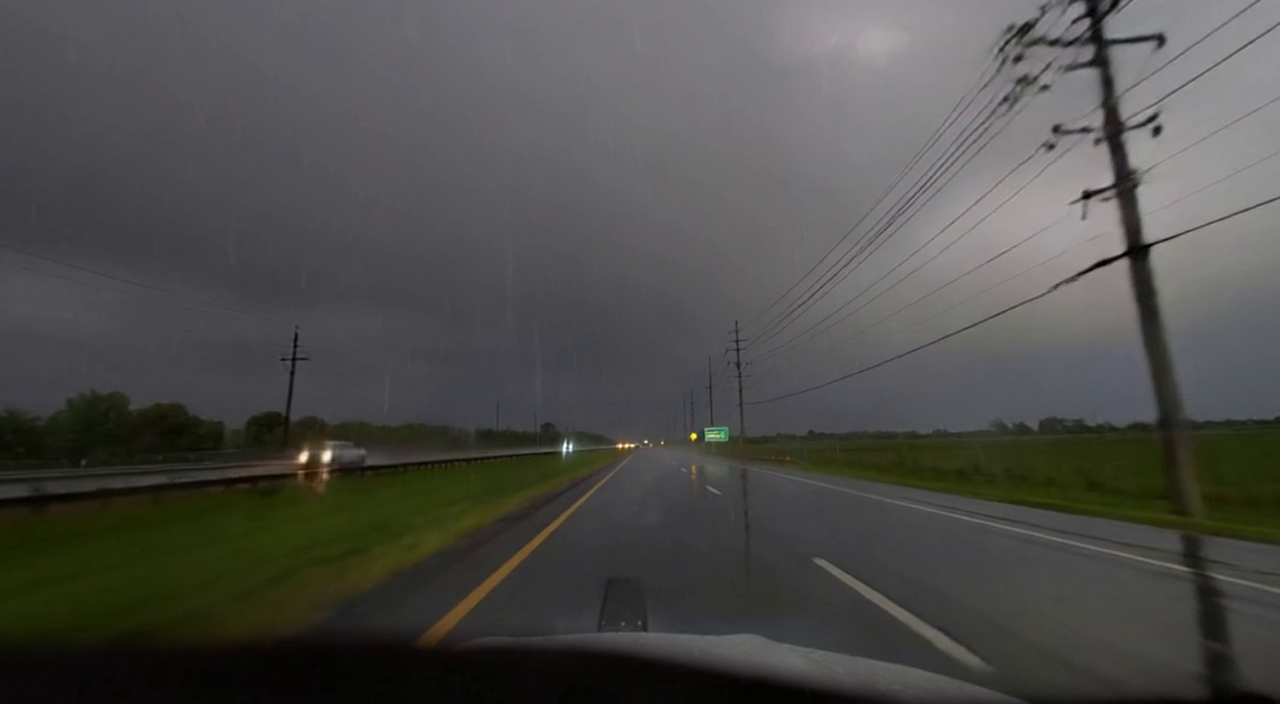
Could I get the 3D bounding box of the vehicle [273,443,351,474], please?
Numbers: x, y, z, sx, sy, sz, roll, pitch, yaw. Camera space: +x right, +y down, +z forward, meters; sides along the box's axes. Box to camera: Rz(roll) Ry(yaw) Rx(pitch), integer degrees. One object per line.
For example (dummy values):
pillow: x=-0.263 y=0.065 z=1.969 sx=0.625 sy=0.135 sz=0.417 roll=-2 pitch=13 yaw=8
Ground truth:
vehicle: x=-20.064 y=6.535 z=38.680 sx=2.055 sy=1.743 sz=4.959 roll=-1 pitch=-9 yaw=1
